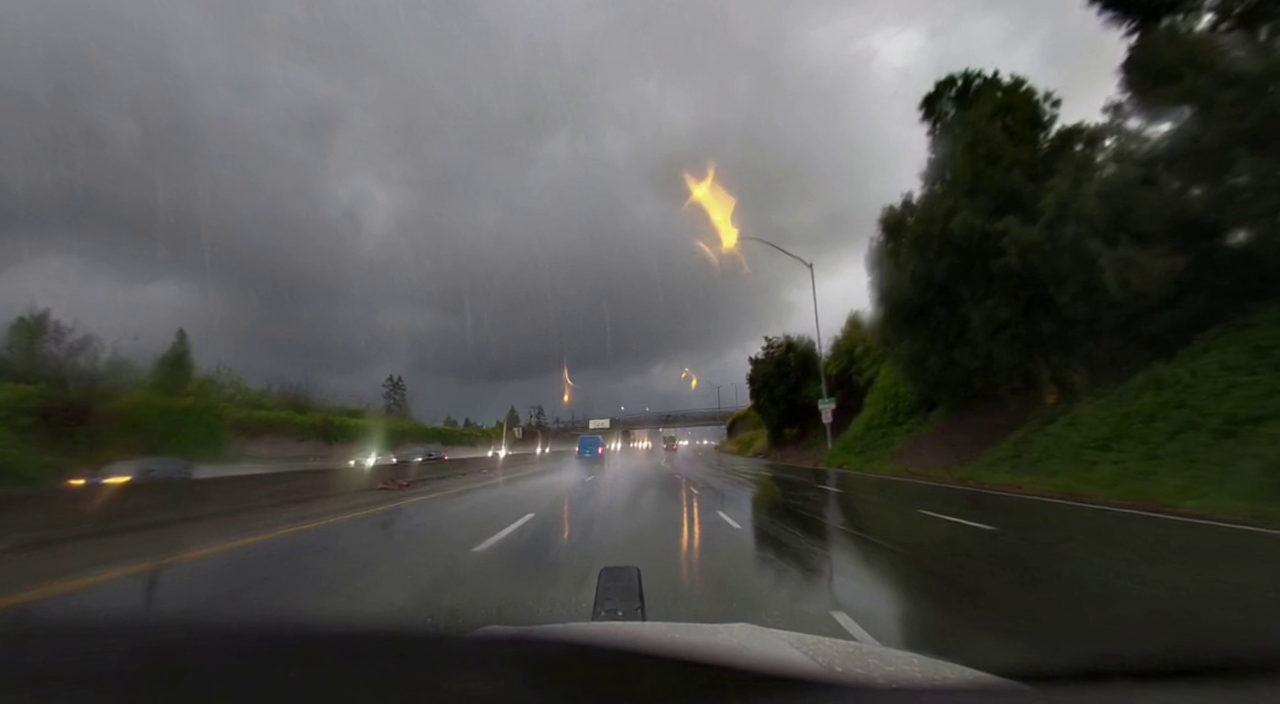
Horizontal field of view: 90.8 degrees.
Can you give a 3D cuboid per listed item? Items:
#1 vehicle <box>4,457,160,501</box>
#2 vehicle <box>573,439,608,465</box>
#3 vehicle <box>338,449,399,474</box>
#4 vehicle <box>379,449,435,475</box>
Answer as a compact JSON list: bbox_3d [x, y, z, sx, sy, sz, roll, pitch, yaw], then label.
[{"bbox_3d":[-21.801,4.939,24.990,1.825,1.456,4.658,0,-8,2],"label":"vehicle"},{"bbox_3d":[-3.459,7.105,45.002,2.031,1.704,4.435,0,-8,2],"label":"vehicle"},{"bbox_3d":[-17.630,7.112,41.295,1.879,1.478,4.518,0,-8,2],"label":"vehicle"},{"bbox_3d":[-13.655,6.454,37.234,1.778,1.420,3.595,0,-8,2],"label":"vehicle"}]
